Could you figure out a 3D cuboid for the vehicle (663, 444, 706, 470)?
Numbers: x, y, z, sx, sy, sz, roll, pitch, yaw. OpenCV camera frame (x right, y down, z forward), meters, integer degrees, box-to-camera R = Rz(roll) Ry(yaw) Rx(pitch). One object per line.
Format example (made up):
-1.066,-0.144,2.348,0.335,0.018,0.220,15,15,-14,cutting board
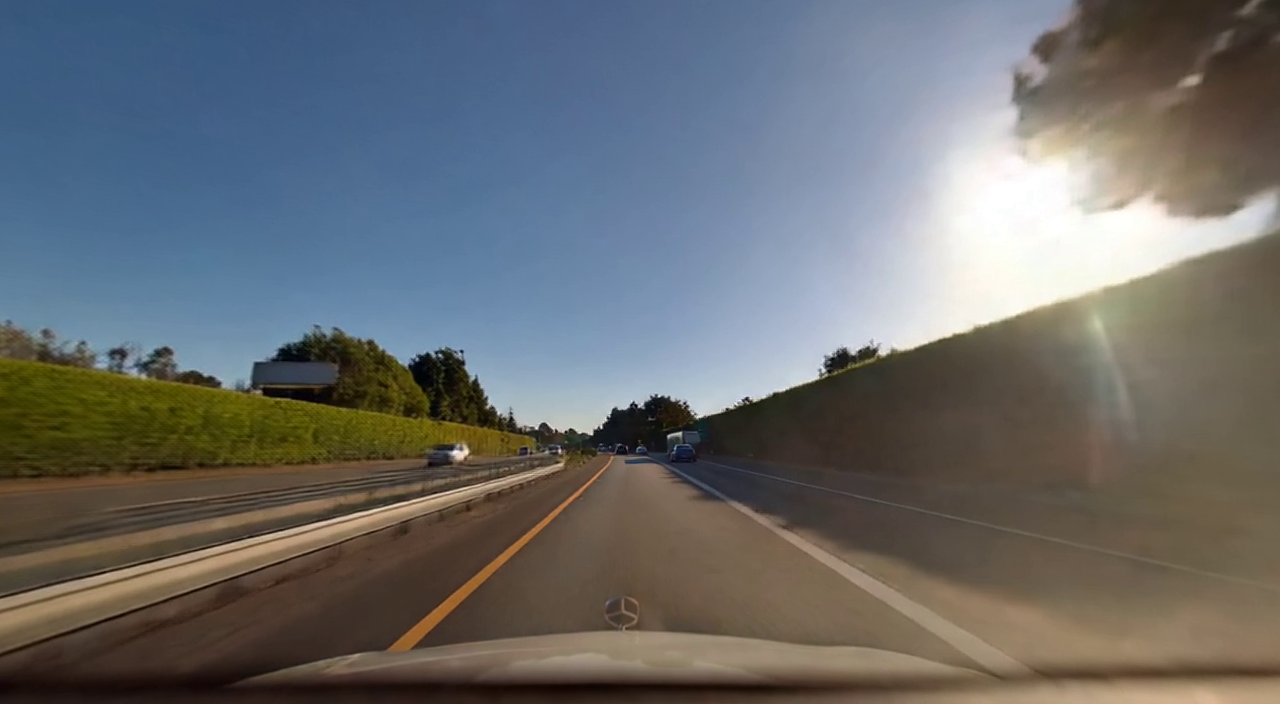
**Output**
2.731,6.585,39.445,2.244,1.498,4.338,0,-9,-2,vehicle

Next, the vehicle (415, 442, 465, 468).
-13.614,7.042,42.935,2.049,1.633,4.350,0,-9,-1,vehicle
